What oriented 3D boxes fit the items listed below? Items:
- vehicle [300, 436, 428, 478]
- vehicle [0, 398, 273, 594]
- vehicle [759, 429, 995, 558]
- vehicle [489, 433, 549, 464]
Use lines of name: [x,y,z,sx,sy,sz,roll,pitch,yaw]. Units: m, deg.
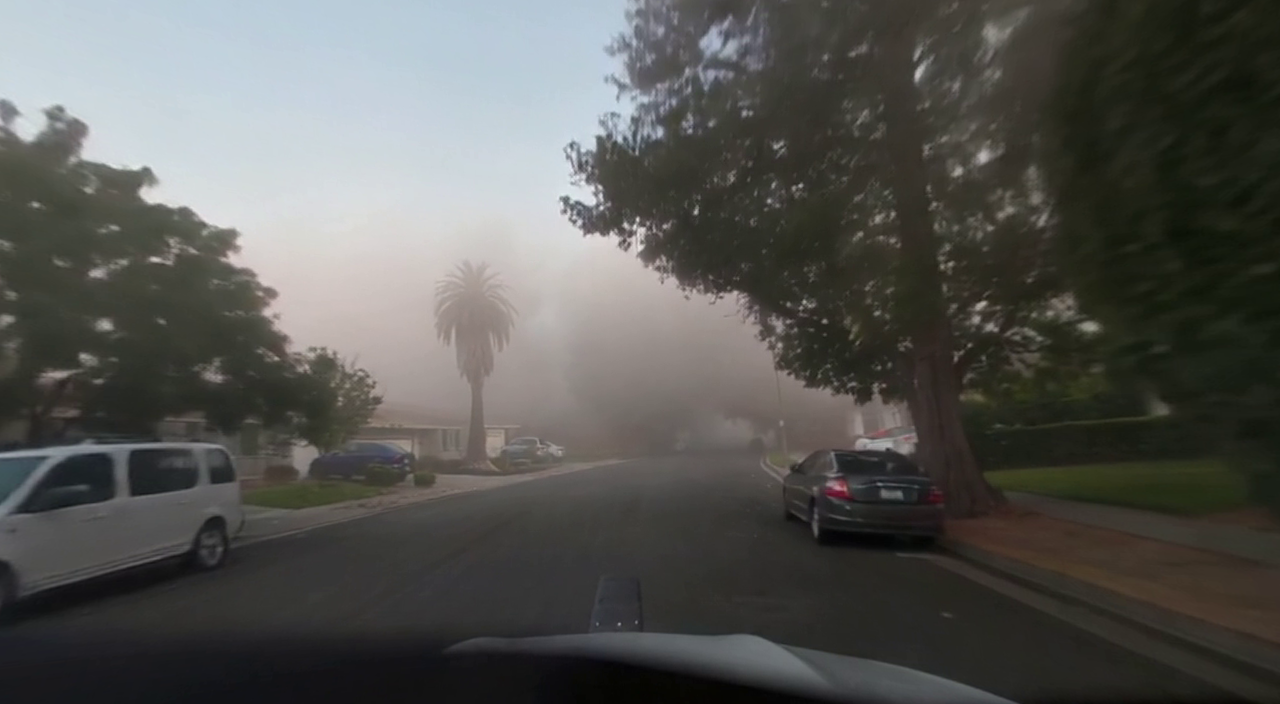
vehicle: [-12.351,4.697,28.279,5.015,1.746,1.968,-2,-9,13]
vehicle: [-7.042,1.971,7.572,2.053,1.713,4.850,-3,-21,3]
vehicle: [3.243,2.013,9.719,2.045,1.519,4.231,-1,-8,1]
vehicle: [-8.973,7.217,46.972,3.918,1.719,1.988,-4,-21,6]
